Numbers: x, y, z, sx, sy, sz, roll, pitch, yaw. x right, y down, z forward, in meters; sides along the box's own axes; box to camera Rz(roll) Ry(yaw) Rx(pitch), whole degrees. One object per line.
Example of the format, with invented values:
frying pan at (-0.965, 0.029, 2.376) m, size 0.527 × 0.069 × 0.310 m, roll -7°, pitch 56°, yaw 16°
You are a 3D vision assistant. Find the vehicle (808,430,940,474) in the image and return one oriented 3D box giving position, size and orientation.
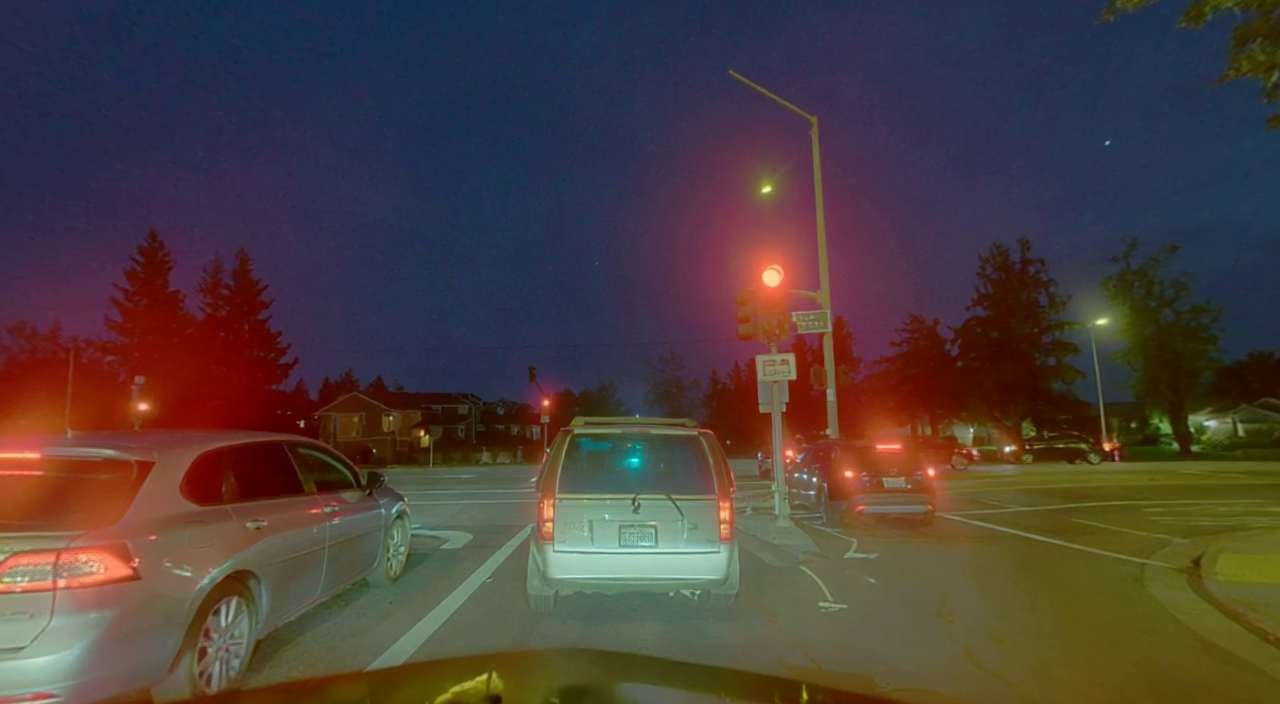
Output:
vehicle at (9.899, 4.282, 27.104) m, size 4.887 × 1.769 × 2.035 m, roll -1°, pitch -9°, yaw 6°

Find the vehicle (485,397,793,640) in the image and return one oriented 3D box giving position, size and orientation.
vehicle at (-0.151, 1.468, 6.574) m, size 2.154 × 1.670 × 4.140 m, roll 1°, pitch -9°, yaw -5°

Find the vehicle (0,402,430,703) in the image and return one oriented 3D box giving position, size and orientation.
vehicle at (-3.299, 1.272, 4.725) m, size 2.035 × 1.492 × 4.415 m, roll 0°, pitch -9°, yaw -2°

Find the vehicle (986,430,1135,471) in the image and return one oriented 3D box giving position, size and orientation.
vehicle at (17.363, 4.102, 26.293) m, size 4.670 × 1.616 × 1.926 m, roll -1°, pitch -9°, yaw 6°
